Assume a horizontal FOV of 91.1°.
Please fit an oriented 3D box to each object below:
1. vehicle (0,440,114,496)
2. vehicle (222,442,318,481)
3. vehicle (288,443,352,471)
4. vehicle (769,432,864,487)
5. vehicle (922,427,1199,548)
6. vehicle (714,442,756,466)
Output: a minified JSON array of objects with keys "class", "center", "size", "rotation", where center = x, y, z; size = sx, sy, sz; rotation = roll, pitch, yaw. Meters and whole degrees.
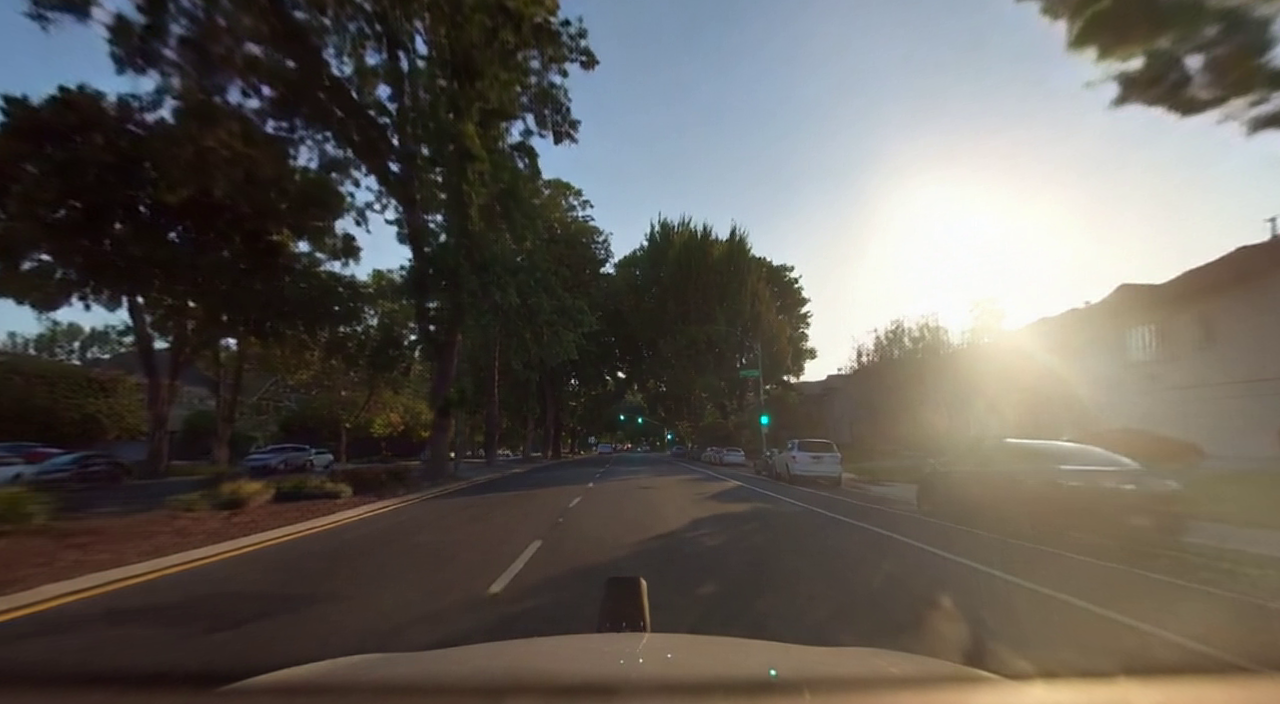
[{"class":"vehicle","center":[-21.633,4.038,22.290],"size":[1.901,1.785,4.676],"rotation":[0,-8,-2]},{"class":"vehicle","center":[-21.210,6.233,36.355],"size":[2.196,1.854,5.677],"rotation":[-1,-6,-1]},{"class":"vehicle","center":[-21.616,7.095,42.632],"size":[1.965,1.523,4.798],"rotation":[-1,-6,-2]},{"class":"vehicle","center":[6.539,4.037,23.964],"size":[2.032,1.844,4.964],"rotation":[0,-9,-2]},{"class":"vehicle","center":[6.940,2.249,11.123],"size":[1.910,1.686,4.399],"rotation":[0,-9,1]},{"class":"vehicle","center":[6.440,6.936,42.954],"size":[1.922,1.494,4.772],"rotation":[1,-8,-3]}]
